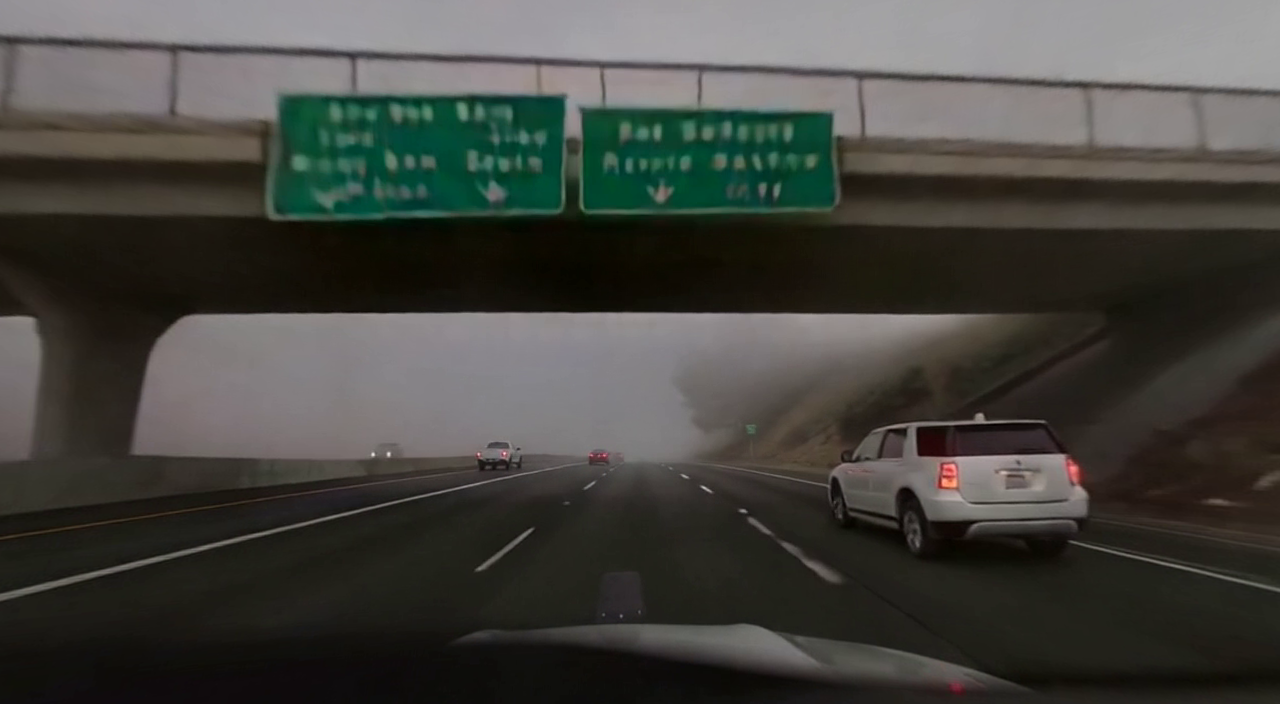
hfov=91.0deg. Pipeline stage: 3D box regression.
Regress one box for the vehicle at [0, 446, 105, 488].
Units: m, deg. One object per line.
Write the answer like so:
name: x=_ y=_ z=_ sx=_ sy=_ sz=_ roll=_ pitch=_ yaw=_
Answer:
vehicle: x=-29.810 y=5.591 z=31.119 sx=2.034 sy=1.876 sz=5.304 roll=0 pitch=-9 yaw=0

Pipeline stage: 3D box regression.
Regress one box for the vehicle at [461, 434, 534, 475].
vehicle: x=-7.281 y=5.327 z=32.926 sx=2.341 sy=1.959 sz=5.684 roll=0 pitch=-9 yaw=2

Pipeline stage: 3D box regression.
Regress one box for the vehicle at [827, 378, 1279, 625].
vehicle: x=3.609 y=1.374 z=6.644 sx=1.990 sy=1.735 sz=4.276 roll=0 pitch=-9 yaw=1

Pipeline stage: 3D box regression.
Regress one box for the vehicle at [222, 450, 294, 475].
vehicle: x=-25.971 y=7.491 z=42.984 sx=2.020 sy=1.629 sz=4.543 roll=0 pitch=-9 yaw=1
